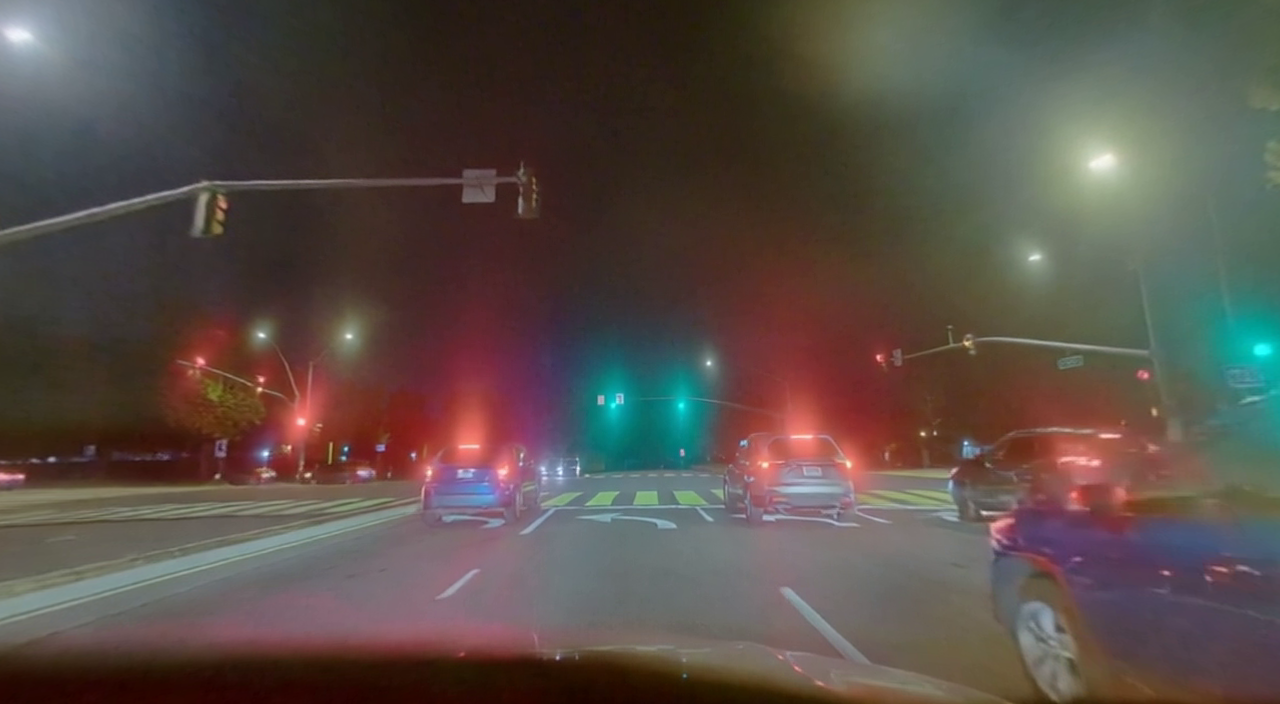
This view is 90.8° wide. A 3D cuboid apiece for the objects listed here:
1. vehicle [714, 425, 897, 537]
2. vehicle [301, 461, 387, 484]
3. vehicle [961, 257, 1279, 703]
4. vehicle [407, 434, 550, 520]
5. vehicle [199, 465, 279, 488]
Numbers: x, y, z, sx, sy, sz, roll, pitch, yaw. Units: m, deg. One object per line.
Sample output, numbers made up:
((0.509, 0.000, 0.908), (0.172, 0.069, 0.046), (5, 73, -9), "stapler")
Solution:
((2.775, 2.281, 11.849), (2.099, 1.671, 4.491), (0, -8, -2), "vehicle")
((-20.043, 8.171, 42.918), (4.825, 1.483, 1.817), (0, -9, -3), "vehicle")
((2.893, 0.492, 0.891), (2.247, 1.738, 4.818), (0, -8, -1), "vehicle")
((-3.170, 2.532, 13.265), (1.969, 1.513, 3.773), (0, -8, 1), "vehicle")
((-28.855, 8.961, 45.549), (4.461, 1.469, 1.788), (0, -8, -2), "vehicle")
